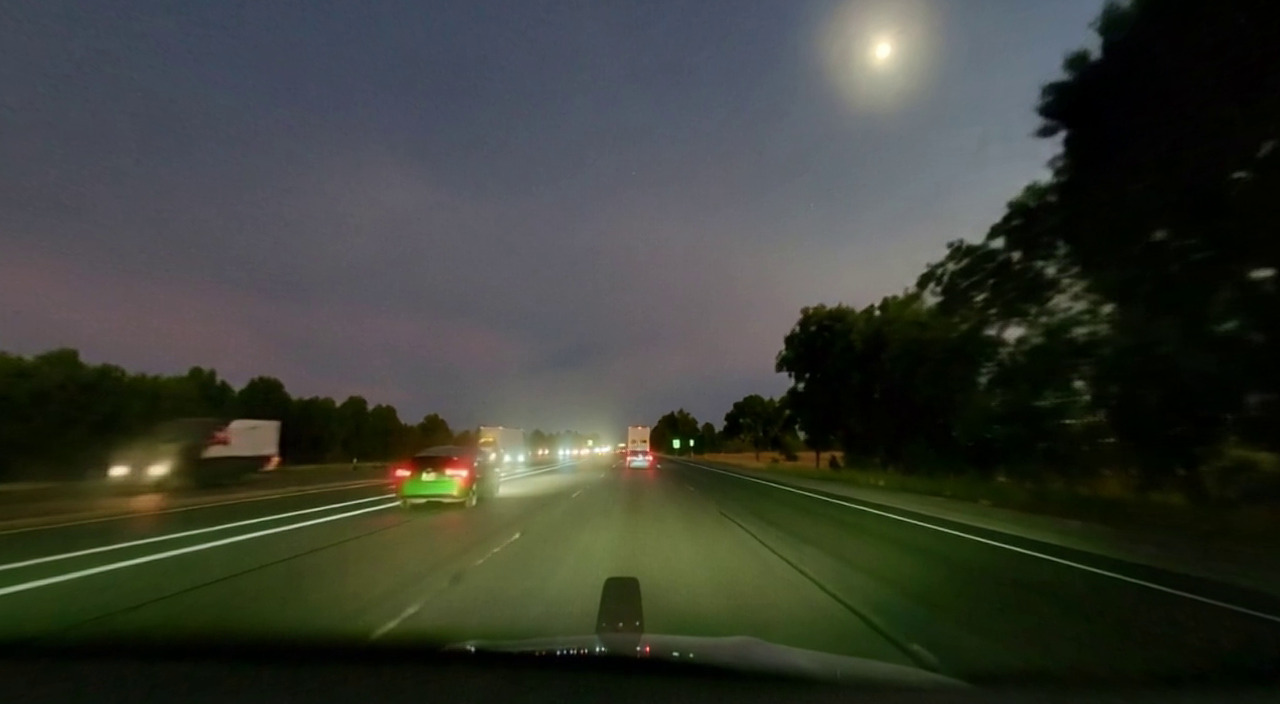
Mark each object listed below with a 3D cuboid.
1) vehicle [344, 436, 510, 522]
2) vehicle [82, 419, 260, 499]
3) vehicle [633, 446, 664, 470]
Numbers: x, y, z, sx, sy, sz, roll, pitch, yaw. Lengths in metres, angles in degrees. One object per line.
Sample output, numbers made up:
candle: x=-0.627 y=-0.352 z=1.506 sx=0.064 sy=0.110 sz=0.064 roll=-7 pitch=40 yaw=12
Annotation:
vehicle: x=-4.285 y=2.628 z=13.501 sx=2.172 sy=1.548 sz=3.953 roll=0 pitch=-9 yaw=0
vehicle: x=-17.189 y=3.951 z=23.648 sx=2.427 sy=2.619 sz=5.407 roll=0 pitch=-9 yaw=0
vehicle: x=0.545 y=7.239 z=43.202 sx=1.992 sy=1.593 sz=3.937 roll=0 pitch=-9 yaw=-1
